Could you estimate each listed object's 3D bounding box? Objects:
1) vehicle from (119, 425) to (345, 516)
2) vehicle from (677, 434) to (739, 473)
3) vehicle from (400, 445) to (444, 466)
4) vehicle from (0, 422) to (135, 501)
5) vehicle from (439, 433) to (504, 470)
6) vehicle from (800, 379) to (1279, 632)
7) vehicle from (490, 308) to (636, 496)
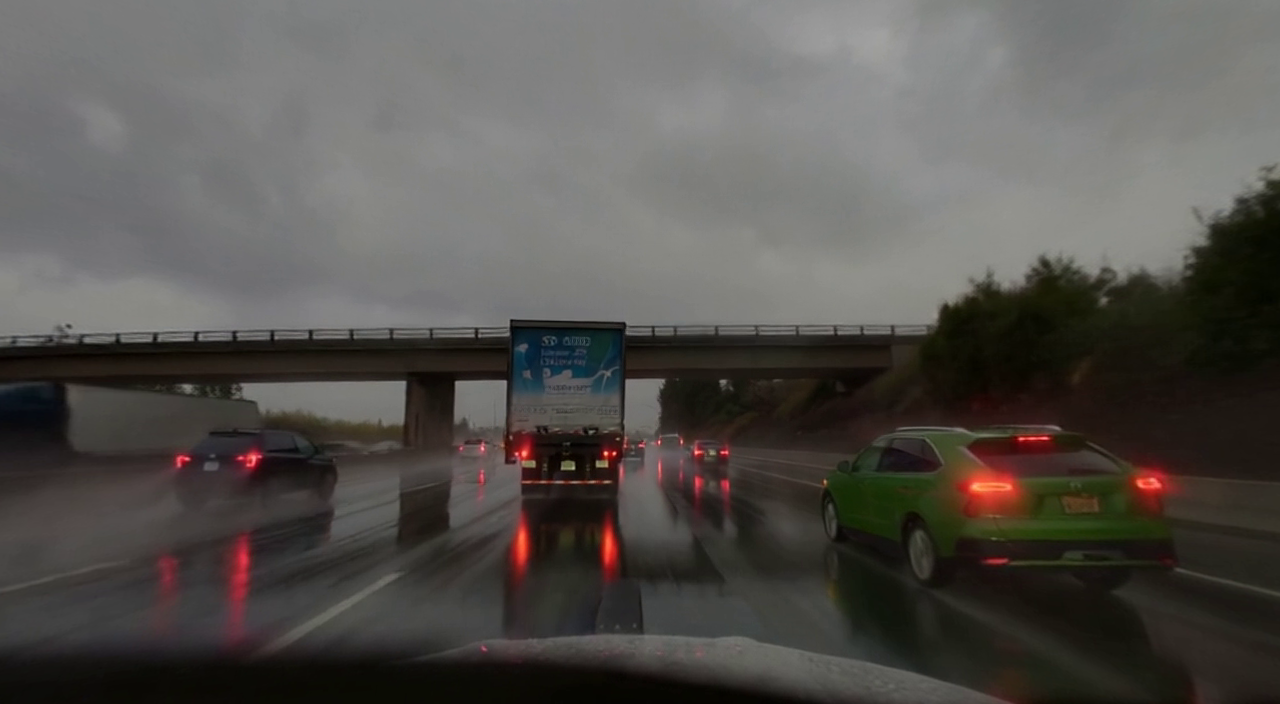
[{"bbox_3d":[-8.532,2.477,13.776,2.048,1.652,4.421,0,-8,-2],"label":"vehicle"},{"bbox_3d":[2.813,4.290,27.031,2.003,1.519,4.580,0,-8,-2],"label":"vehicle"},{"bbox_3d":[-17.163,8.154,49.664,1.874,1.491,4.393,0,-7,0],"label":"vehicle"},{"bbox_3d":[-20.096,3.534,20.671,2.264,2.303,5.765,0,-8,-2],"label":"vehicle"},{"bbox_3d":[-8.351,4.939,31.591,2.057,1.698,4.550,0,-8,0],"label":"vehicle"},{"bbox_3d":[3.356,1.303,6.410,2.118,1.647,4.400,0,-8,-2],"label":"vehicle"},{"bbox_3d":[-1.958,1.647,17.703,2.911,3.787,9.905,1,-8,-5],"label":"vehicle"}]
